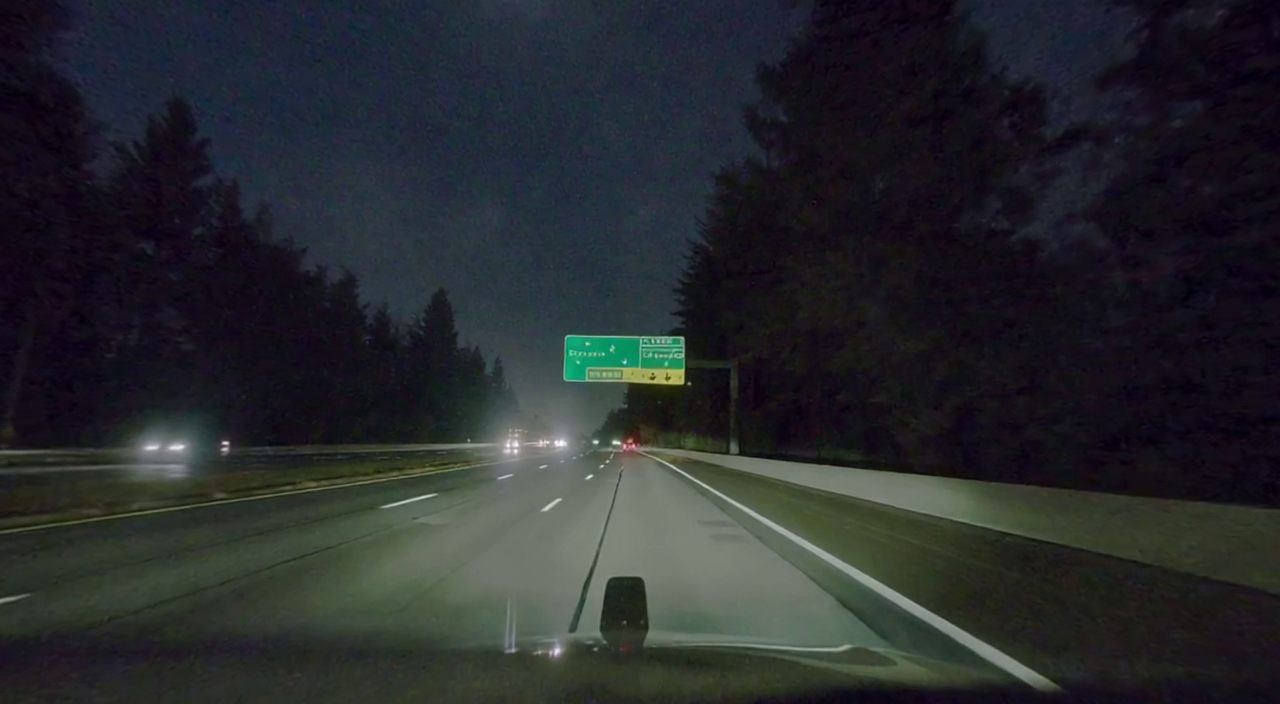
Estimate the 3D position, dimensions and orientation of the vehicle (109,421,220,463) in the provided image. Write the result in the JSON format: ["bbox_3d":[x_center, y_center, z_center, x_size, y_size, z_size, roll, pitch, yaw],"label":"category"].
[{"bbox_3d":[-25.301,4.836,33.677,2.103,2.038,4.875,0,-9,0],"label":"vehicle"}]
